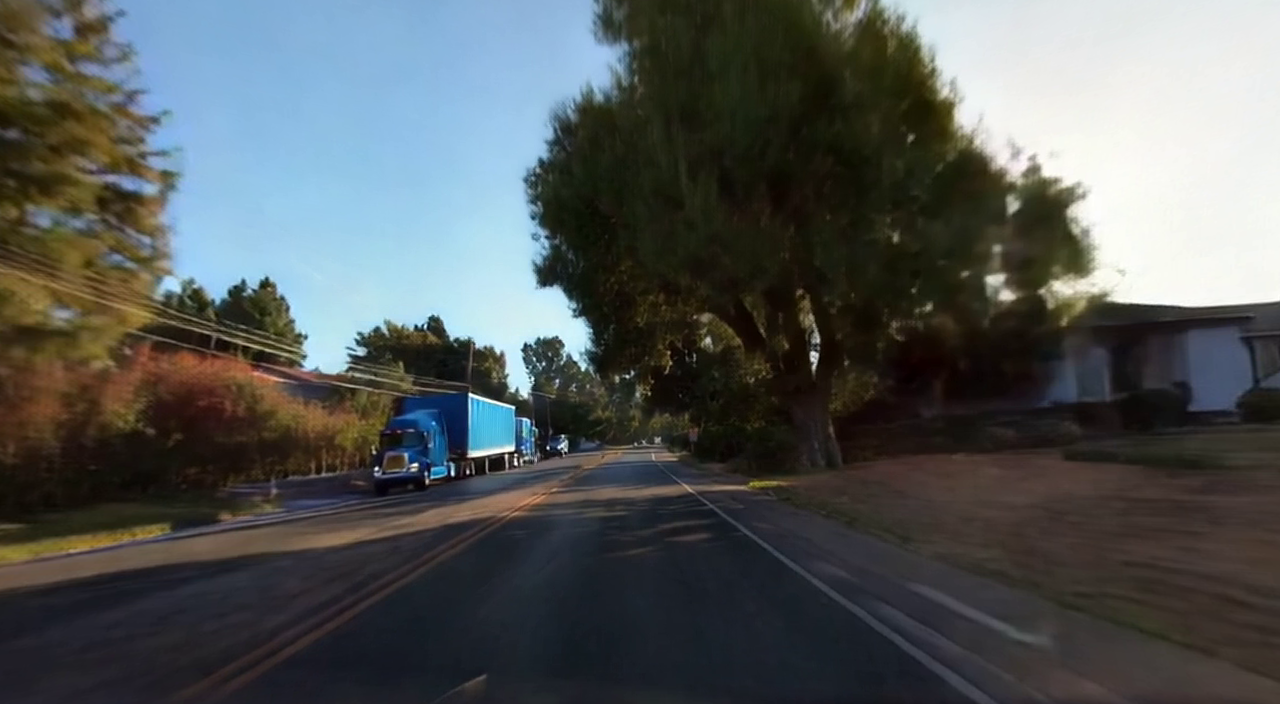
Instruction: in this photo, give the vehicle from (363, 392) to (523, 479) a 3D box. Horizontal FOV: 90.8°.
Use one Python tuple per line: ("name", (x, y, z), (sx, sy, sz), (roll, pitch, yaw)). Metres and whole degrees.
("vehicle", (-9.637, 4.588, 32.637), (5.596, 3.130, 8.972), (-4, -13, -2))
